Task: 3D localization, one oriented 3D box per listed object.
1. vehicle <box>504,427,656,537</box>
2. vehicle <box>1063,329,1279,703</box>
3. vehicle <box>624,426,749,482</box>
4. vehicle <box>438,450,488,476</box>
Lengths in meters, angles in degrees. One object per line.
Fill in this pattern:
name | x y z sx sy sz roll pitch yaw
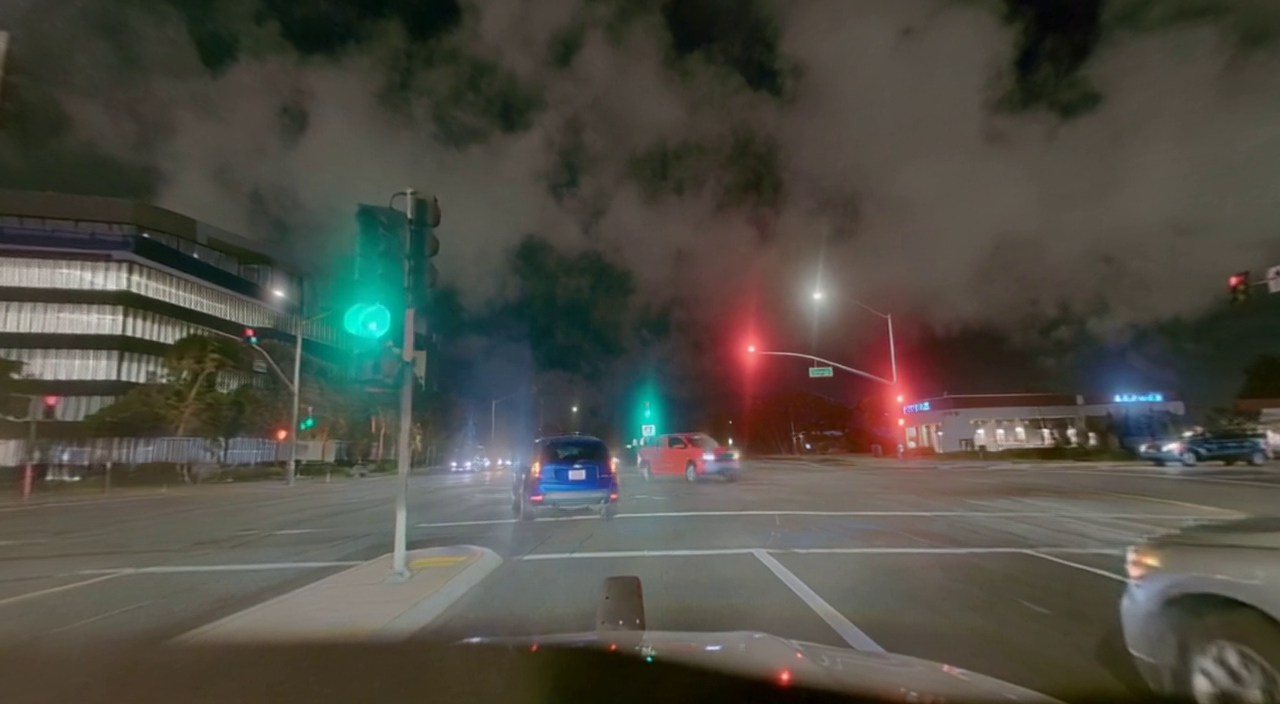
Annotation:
vehicle | -1.428 2.486 12.805 2.238 1.762 4.445 2 -9 -16
vehicle | 3.203 0.581 0.945 2.040 1.674 4.455 0 -9 0
vehicle | 1.888 4.541 28.446 2.708 2.200 5.960 5 -10 -30
vehicle | -11.844 7.455 42.531 2.005 1.596 4.342 -1 -9 1
